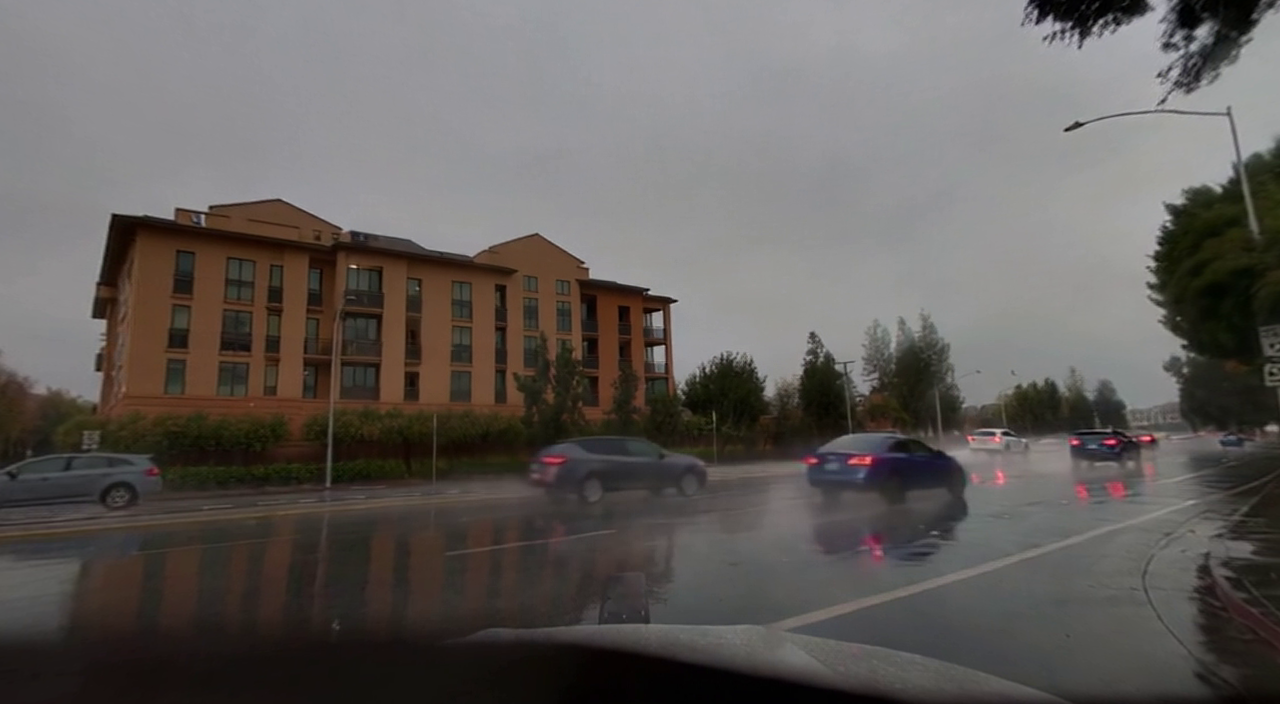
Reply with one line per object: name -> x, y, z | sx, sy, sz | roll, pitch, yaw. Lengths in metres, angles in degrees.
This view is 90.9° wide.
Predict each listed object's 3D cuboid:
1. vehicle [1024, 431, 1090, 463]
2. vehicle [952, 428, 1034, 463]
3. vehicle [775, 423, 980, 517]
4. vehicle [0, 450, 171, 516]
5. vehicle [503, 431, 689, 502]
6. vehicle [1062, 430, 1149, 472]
vehicle -> 23.083, 5.232, 34.823 | 4.734, 1.633, 1.829 | 7, -11, -42
vehicle -> 20.793, 5.477, 36.991 | 5.994, 1.898, 2.264 | 7, -11, -41
vehicle -> 5.299, 2.467, 13.756 | 4.783, 1.652, 2.199 | 8, -11, -42
vehicle -> -14.096, 3.093, 15.125 | 4.289, 1.415, 1.774 | 8, -13, -43
vehicle -> -1.066, 3.035, 17.185 | 4.846, 1.662, 1.989 | 7, -11, -42
vehicle -> 20.049, 4.238, 27.110 | 4.438, 1.625, 2.033 | 7, -11, -42
